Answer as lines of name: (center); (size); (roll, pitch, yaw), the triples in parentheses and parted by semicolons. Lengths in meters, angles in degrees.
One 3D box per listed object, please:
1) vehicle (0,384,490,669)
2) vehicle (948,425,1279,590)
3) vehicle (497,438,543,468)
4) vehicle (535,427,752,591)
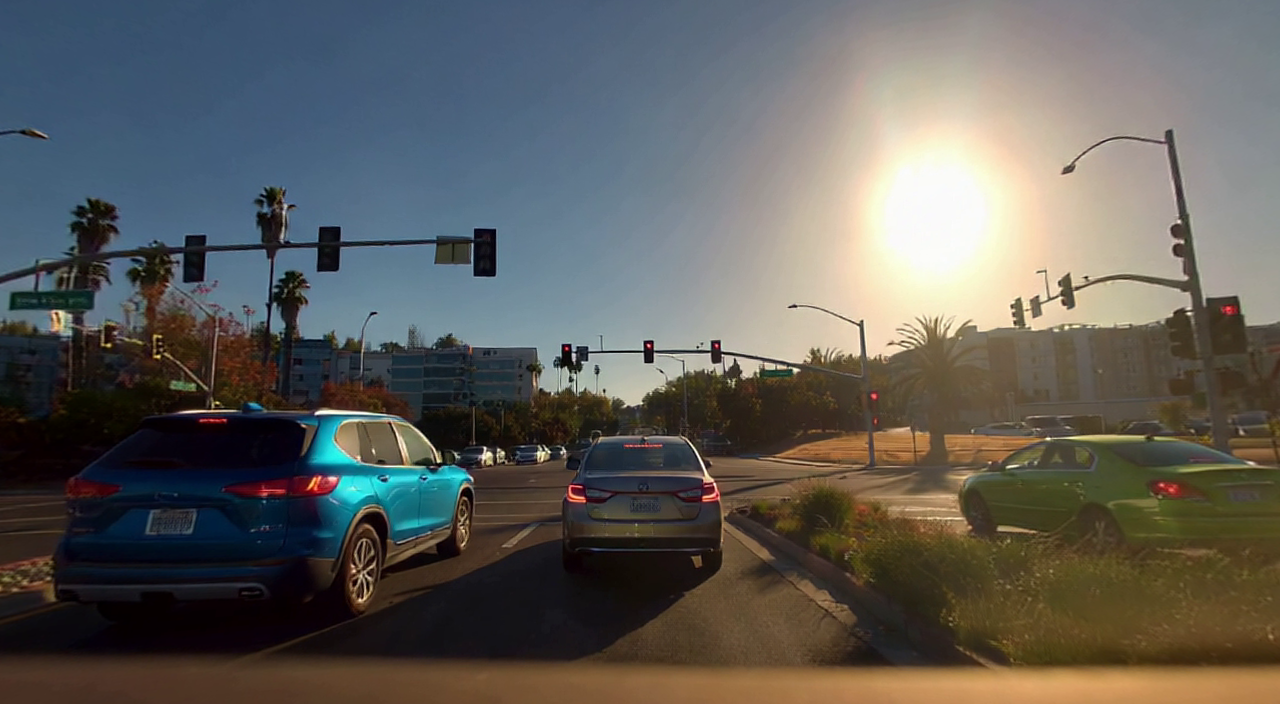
vehicle: (-3.094, 1.365, 6.082); (2.051, 1.682, 4.467); (0, -8, 2)
vehicle: (6.094, 1.759, 8.096); (1.970, 1.489, 4.482); (0, -8, -1)
vehicle: (-7.914, 6.695, 42.079); (2.130, 1.810, 4.450); (-2, -8, 1)
vehicle: (0.002, 1.706, 7.727); (1.942, 1.445, 3.973); (0, -8, -1)
